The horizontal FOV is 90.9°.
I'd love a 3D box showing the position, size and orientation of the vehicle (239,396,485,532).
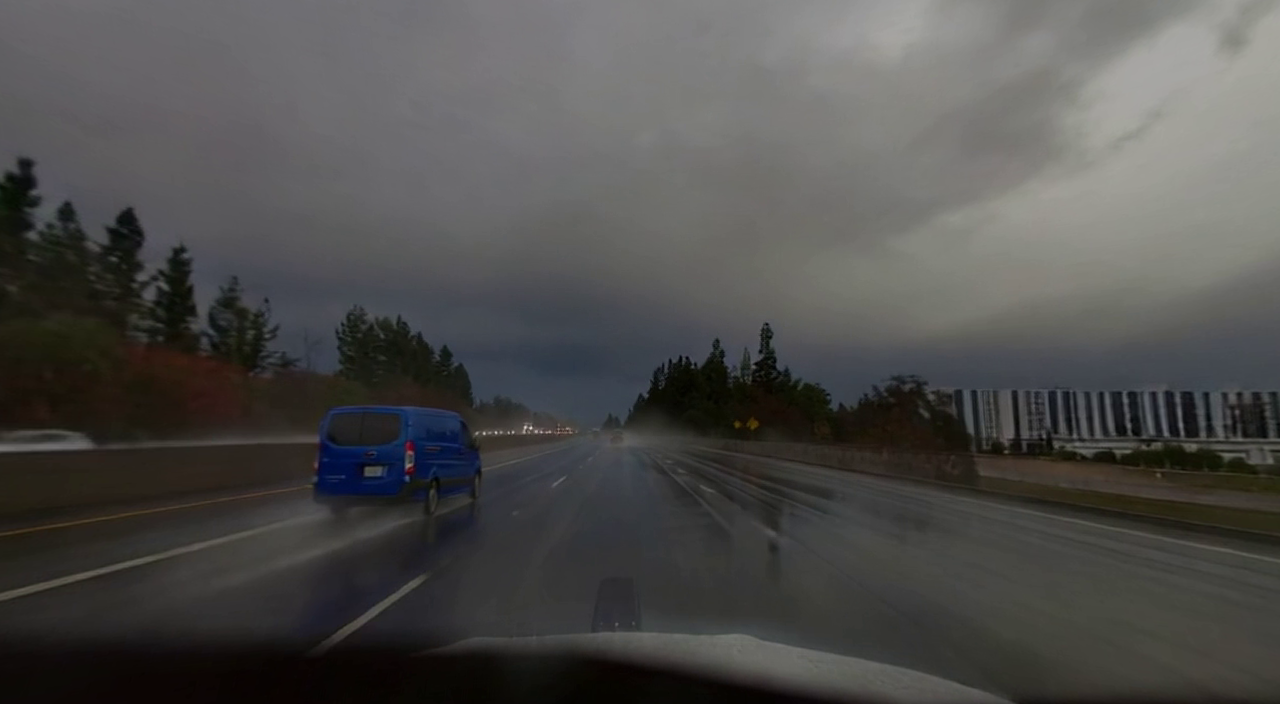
[{"bbox_3d":[-4.358,1.833,10.991,2.219,1.827,4.738,0,-7,-2],"label":"vehicle"}]
